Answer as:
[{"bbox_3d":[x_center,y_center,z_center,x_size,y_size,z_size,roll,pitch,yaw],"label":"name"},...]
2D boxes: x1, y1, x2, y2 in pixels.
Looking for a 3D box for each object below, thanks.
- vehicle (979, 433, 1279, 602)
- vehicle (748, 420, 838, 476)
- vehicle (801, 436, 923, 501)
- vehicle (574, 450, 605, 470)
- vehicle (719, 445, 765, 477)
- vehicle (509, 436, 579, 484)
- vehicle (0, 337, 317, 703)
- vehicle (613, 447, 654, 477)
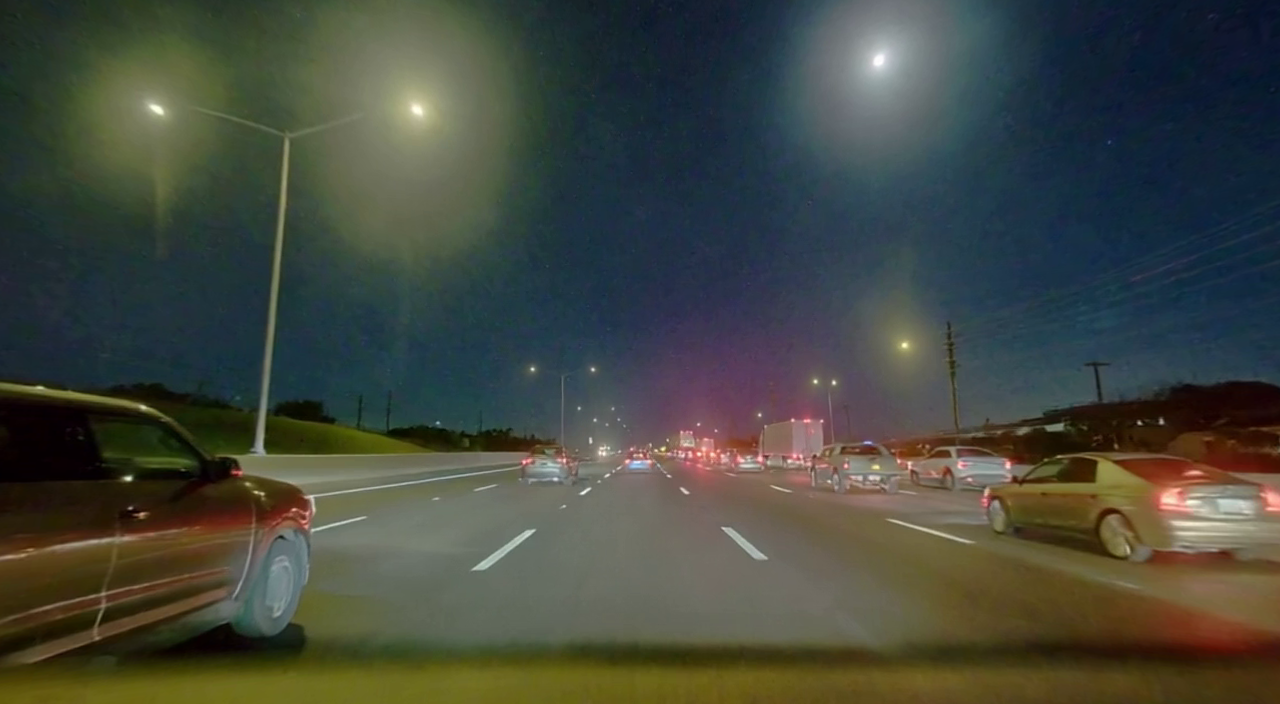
[{"bbox_3d":[6.555,1.830,7.965,1.976,1.485,4.632,0,-9,0],"label":"vehicle"},{"bbox_3d":[10.475,6.810,44.854,3.442,3.405,11.948,0,-9,0],"label":"vehicle"},{"bbox_3d":[6.374,3.374,18.668,2.058,1.667,4.209,0,-9,0],"label":"vehicle"},{"bbox_3d":[-3.854,8.325,48.757,1.984,1.406,4.030,0,-9,1],"label":"vehicle"},{"bbox_3d":[5.311,5.722,33.300,1.956,1.576,4.211,0,-9,3],"label":"vehicle"},{"bbox_3d":[-3.946,4.548,26.814,2.147,1.825,4.602,0,-9,1],"label":"vehicle"},{"bbox_3d":[-3.421,0.793,2.260,2.127,1.705,4.374,0,-9,1],"label":"vehicle"},{"bbox_3d":[-0.341,5.927,34.228,2.060,1.508,4.308,0,-9,0],"label":"vehicle"}]
